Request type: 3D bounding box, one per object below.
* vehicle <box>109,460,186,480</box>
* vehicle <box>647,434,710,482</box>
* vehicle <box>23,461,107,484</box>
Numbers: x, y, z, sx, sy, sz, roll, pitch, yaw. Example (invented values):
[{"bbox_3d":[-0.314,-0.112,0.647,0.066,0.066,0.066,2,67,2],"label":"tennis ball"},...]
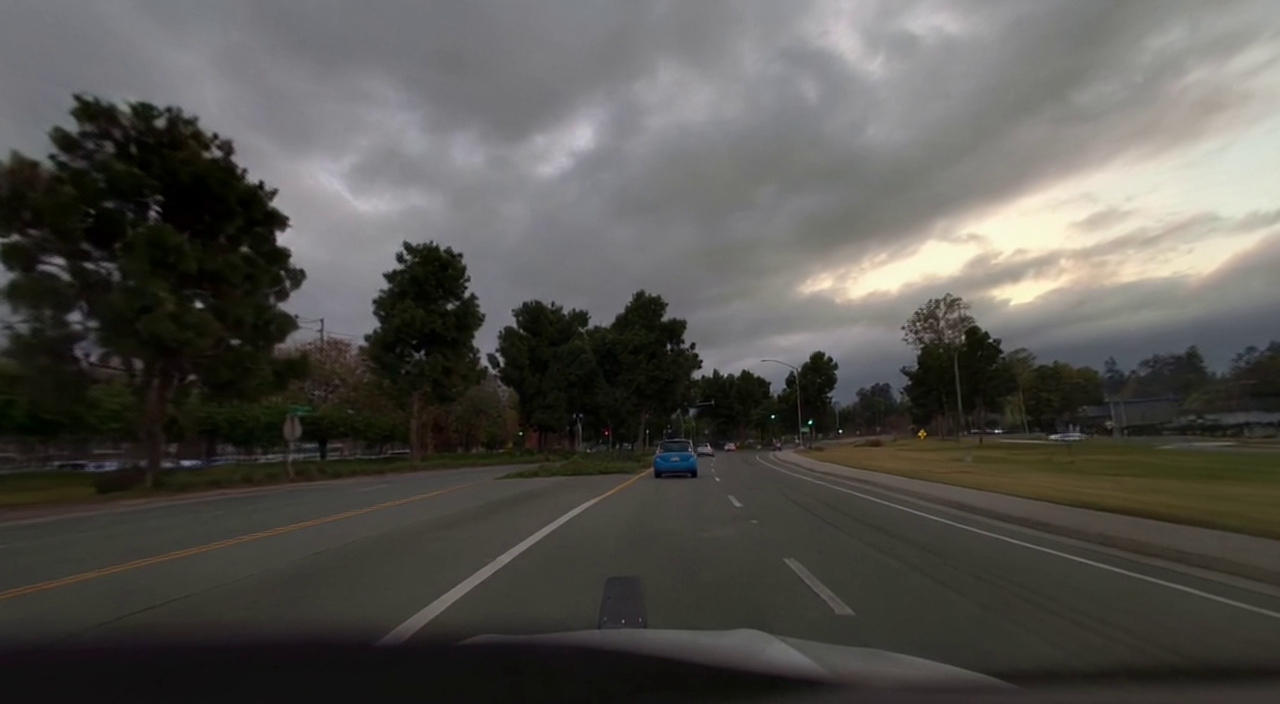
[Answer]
[{"bbox_3d":[-37.182,8.896,47.671,4.365,1.430,1.898,-1,-8,5],"label":"vehicle"},{"bbox_3d":[1.380,3.705,22.277,2.010,1.535,3.735,-1,-8,4],"label":"vehicle"},{"bbox_3d":[-38.725,8.126,42.475,4.261,1.430,1.806,-2,-9,9],"label":"vehicle"}]
